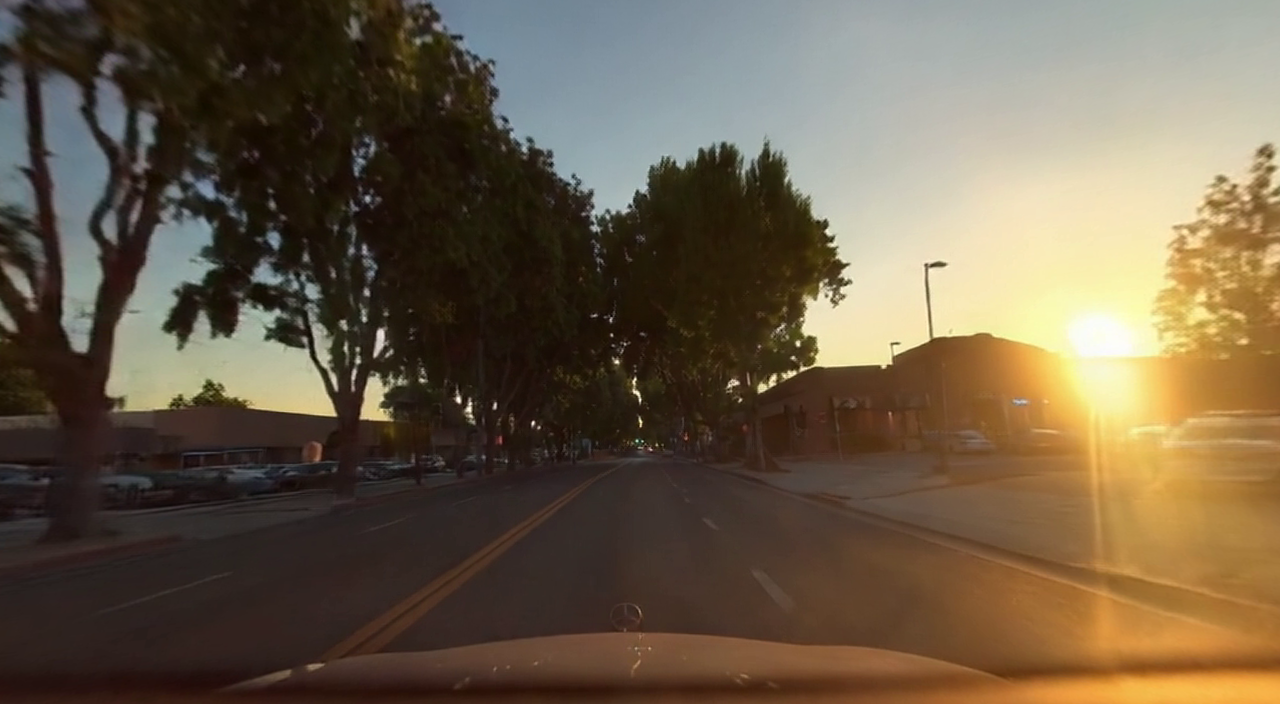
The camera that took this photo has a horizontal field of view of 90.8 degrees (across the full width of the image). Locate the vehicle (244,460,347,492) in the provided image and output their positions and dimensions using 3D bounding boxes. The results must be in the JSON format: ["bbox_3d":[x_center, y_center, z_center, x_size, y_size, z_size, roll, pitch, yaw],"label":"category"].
[{"bbox_3d":[-15.987,5.755,29.439,3.771,1.404,1.639,0,-9,-2],"label":"vehicle"}]

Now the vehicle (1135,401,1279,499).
[{"bbox_3d":[11.204,1.812,11.828,4.587,1.504,1.928,7,-11,-39],"label":"vehicle"}]

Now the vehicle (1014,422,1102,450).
[{"bbox_3d":[32.342,6.524,48.960,5.318,1.849,2.058,-2,-9,-3],"label":"vehicle"}]

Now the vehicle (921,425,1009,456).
[{"bbox_3d":[25.168,6.878,49.041,5.444,1.901,2.250,-4,-9,-3],"label":"vehicle"}]

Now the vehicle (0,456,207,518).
[{"bbox_3d":[-16.289,4.061,19.295,4.650,1.700,1.915,0,-9,-2],"label":"vehicle"}]

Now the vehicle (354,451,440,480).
[{"bbox_3d":[-15.215,7.131,39.708,4.579,1.701,2.033,-1,-9,1],"label":"vehicle"}]
